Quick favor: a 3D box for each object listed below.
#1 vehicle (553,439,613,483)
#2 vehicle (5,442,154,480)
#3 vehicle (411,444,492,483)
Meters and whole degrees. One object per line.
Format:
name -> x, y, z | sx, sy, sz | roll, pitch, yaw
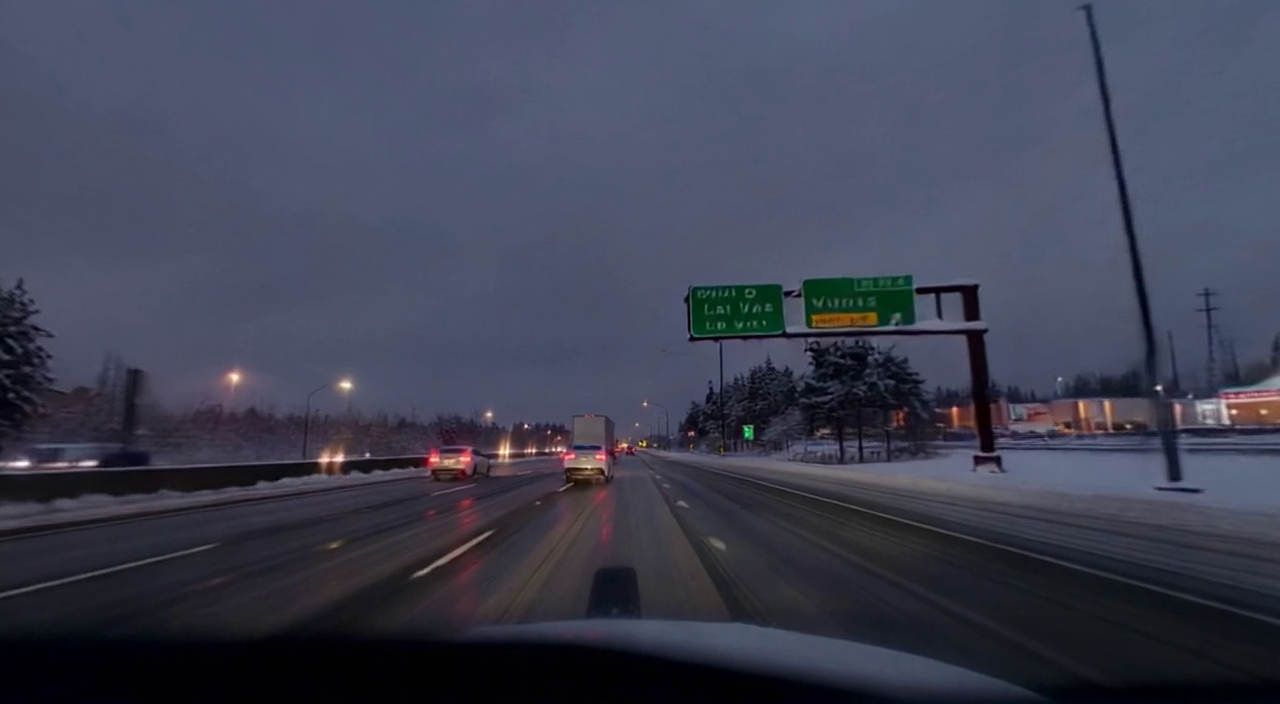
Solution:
vehicle -> -2.288, 4.483, 26.305 | 2.033, 1.669, 4.112 | 0, -9, 1
vehicle -> -27.257, 5.300, 31.107 | 2.128, 1.667, 5.661 | 0, -9, 0
vehicle -> -7.766, 4.629, 26.487 | 2.026, 1.477, 4.467 | 0, -9, 0
